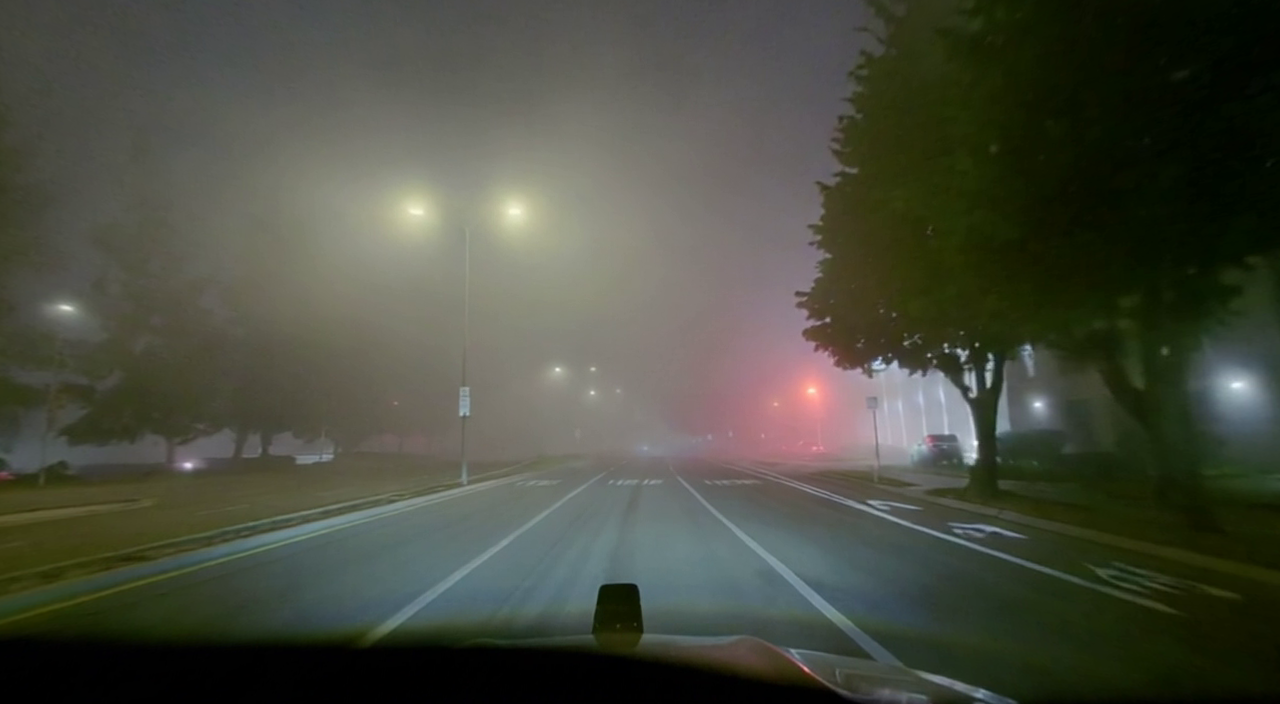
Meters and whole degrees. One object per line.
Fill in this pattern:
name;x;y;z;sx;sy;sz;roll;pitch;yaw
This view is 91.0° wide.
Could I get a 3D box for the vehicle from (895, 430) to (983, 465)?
vehicle;13.818;4.450;29.459;1.879;1.507;4.836;0;-8;2
